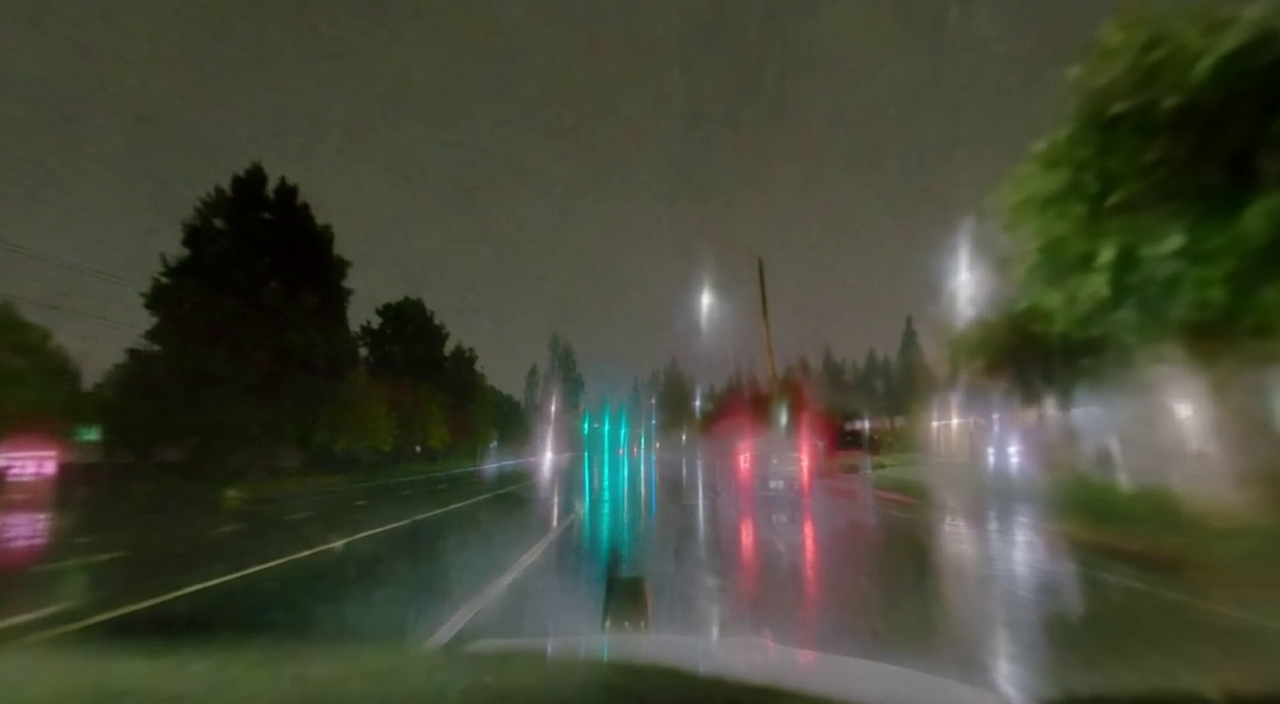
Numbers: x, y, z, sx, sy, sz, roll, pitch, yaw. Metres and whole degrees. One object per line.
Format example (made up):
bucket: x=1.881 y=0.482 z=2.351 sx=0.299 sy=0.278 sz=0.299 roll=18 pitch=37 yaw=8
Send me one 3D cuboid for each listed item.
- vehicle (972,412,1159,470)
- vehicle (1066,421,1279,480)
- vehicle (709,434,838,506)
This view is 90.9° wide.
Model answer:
vehicle: x=14.342 y=3.038 z=21.479 sx=4.788 sy=1.815 sz=2.114 roll=0 pitch=-8 yaw=-1
vehicle: x=13.993 y=2.547 z=16.351 sx=4.344 sy=1.387 sz=2.053 roll=-1 pitch=-8 yaw=1
vehicle: x=3.043 y=2.796 z=15.438 sx=2.134 sy=1.476 sz=4.327 roll=0 pitch=-8 yaw=-1
